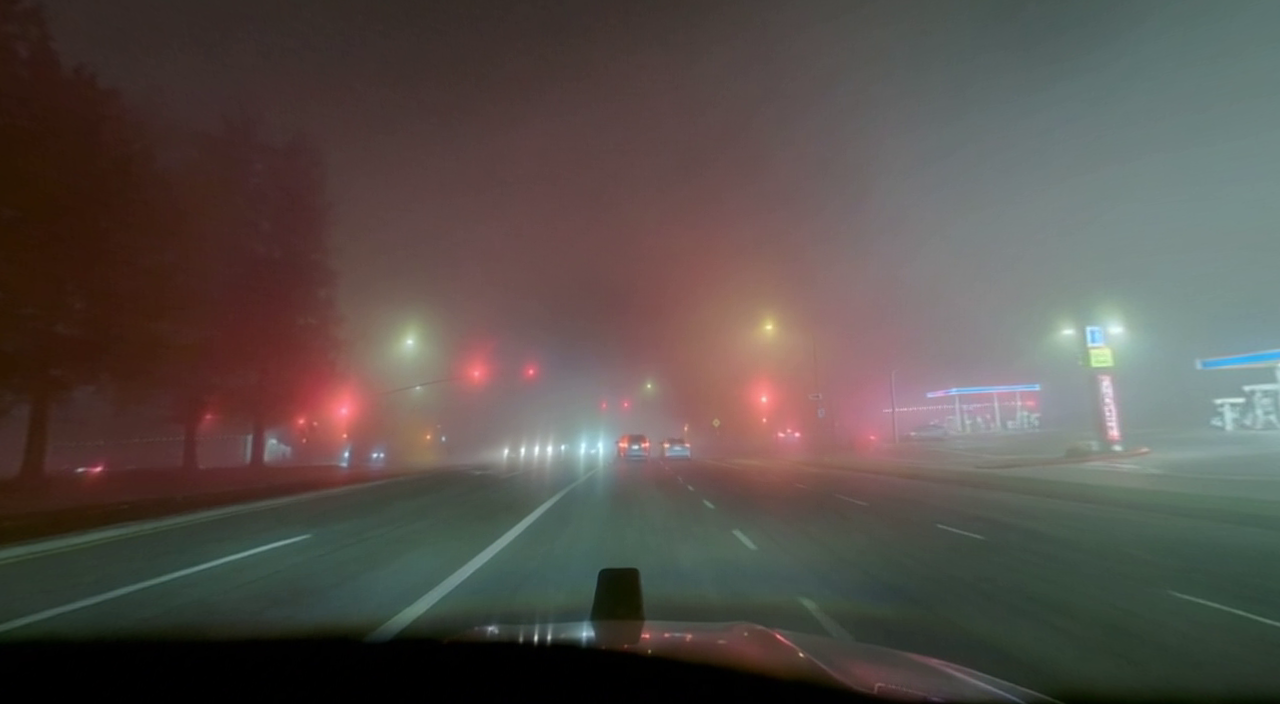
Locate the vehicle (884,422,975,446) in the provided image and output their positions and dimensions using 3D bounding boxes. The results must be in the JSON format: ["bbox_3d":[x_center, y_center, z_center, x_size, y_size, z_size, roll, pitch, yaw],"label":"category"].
[{"bbox_3d":[18.001,5.114,39.266,4.660,1.462,2.034,0,-8,0],"label":"vehicle"}]

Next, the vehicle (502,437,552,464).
[{"bbox_3d":[-6.357,5.594,35.977,2.033,1.442,4.668,0,-8,-1],"label":"vehicle"}]

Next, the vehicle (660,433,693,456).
[{"bbox_3d":[2.721,7.018,47.884,2.103,1.647,4.318,0,-8,-2],"label":"vehicle"}]

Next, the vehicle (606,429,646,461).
[{"bbox_3d":[-0.757,5.348,36.245,2.146,1.742,4.095,0,-8,0],"label":"vehicle"}]

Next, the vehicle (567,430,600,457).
[{"bbox_3d":[-4.006,6.608,45.284,2.139,1.851,3.970,0,-8,-2],"label":"vehicle"}]
